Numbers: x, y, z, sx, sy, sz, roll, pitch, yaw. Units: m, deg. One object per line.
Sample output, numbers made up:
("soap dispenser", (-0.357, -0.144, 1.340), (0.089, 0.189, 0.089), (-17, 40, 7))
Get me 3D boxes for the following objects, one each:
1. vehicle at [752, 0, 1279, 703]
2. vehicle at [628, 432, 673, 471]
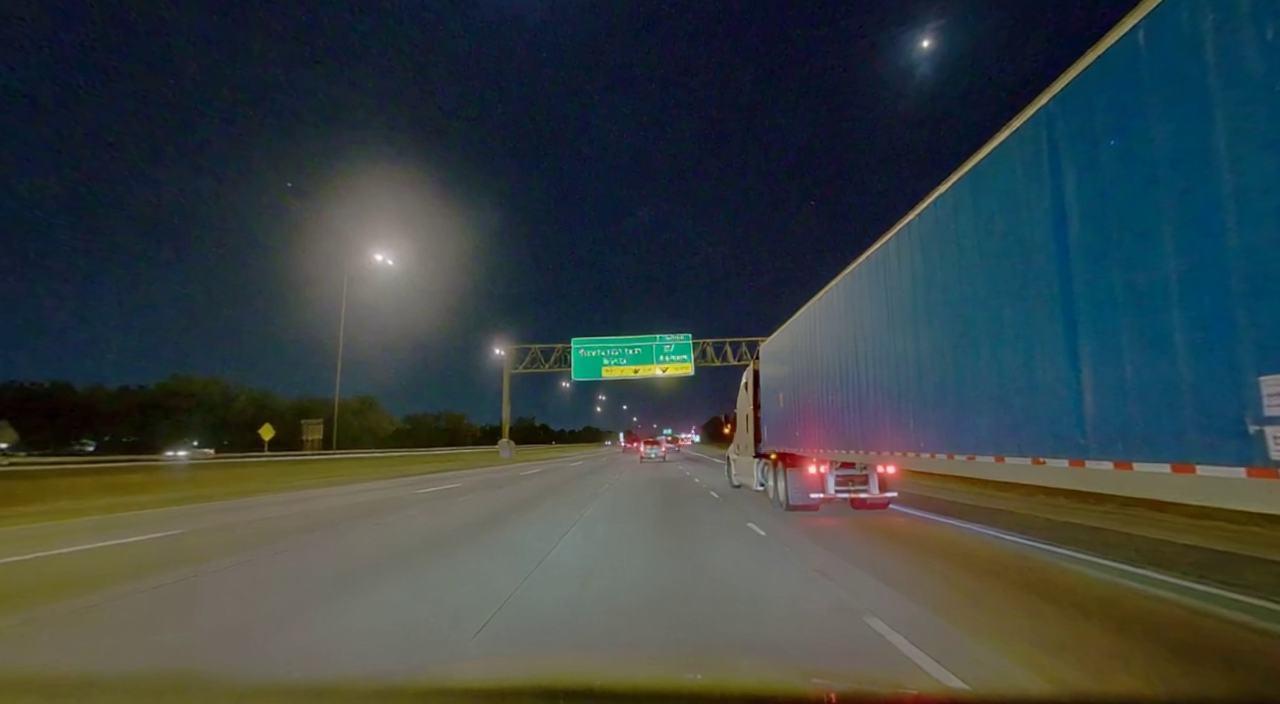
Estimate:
("vehicle", (4.141, 0.337, 7.005), (3.019, 4.145, 16.453), (-1, -8, 1))
("vehicle", (0.513, 5.132, 32.628), (2.205, 1.860, 4.301), (0, -8, 0))
